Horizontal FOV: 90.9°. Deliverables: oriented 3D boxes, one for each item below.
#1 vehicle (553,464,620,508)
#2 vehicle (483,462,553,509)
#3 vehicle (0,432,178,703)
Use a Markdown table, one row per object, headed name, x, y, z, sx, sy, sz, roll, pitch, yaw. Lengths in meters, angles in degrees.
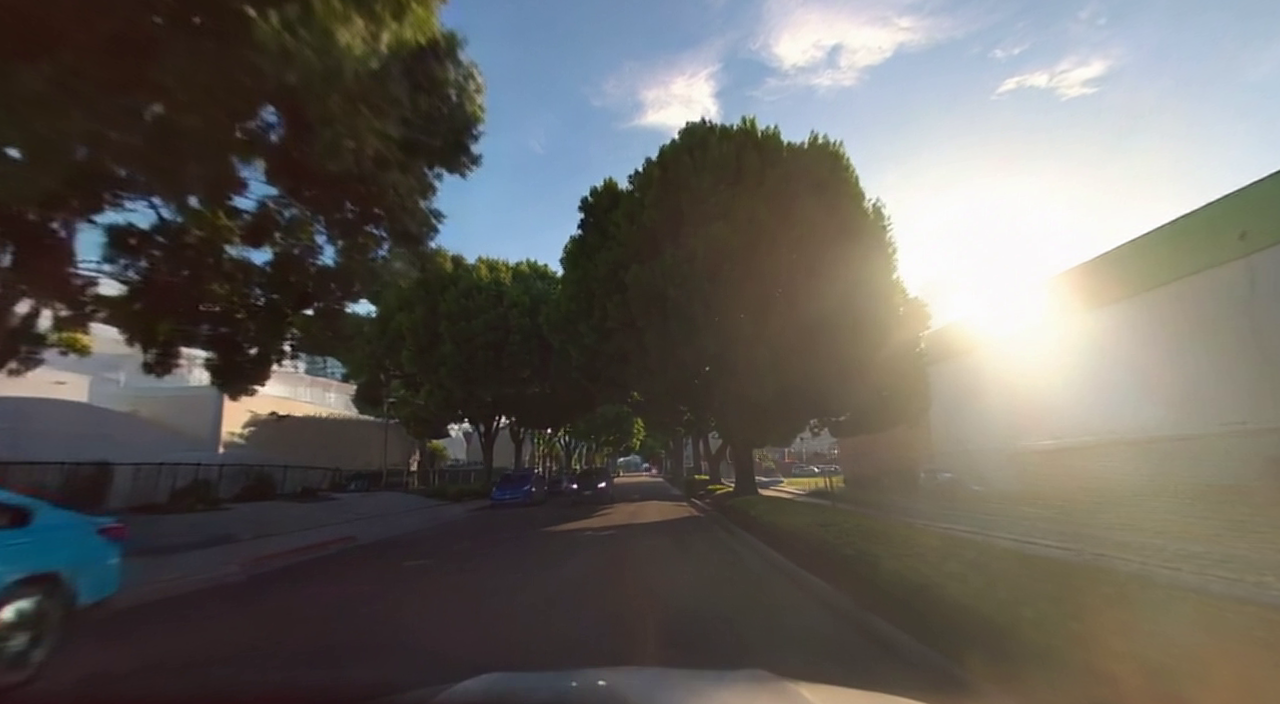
| name | x | y | z | sx | sy | sz | roll | pitch | yaw |
| --- | --- | --- | --- | --- | --- | --- | --- | --- | --- |
| vehicle | -1.912 | 5.027 | 23.912 | 1.978 | 1.453 | 4.314 | 1 | -11 | 2 |
| vehicle | -4.538 | 5.000 | 23.957 | 2.011 | 1.596 | 3.760 | -1 | -10 | -2 |
| vehicle | -4.641 | 1.127 | 2.859 | 1.903 | 1.542 | 4.115 | -1 | -10 | 1 |
